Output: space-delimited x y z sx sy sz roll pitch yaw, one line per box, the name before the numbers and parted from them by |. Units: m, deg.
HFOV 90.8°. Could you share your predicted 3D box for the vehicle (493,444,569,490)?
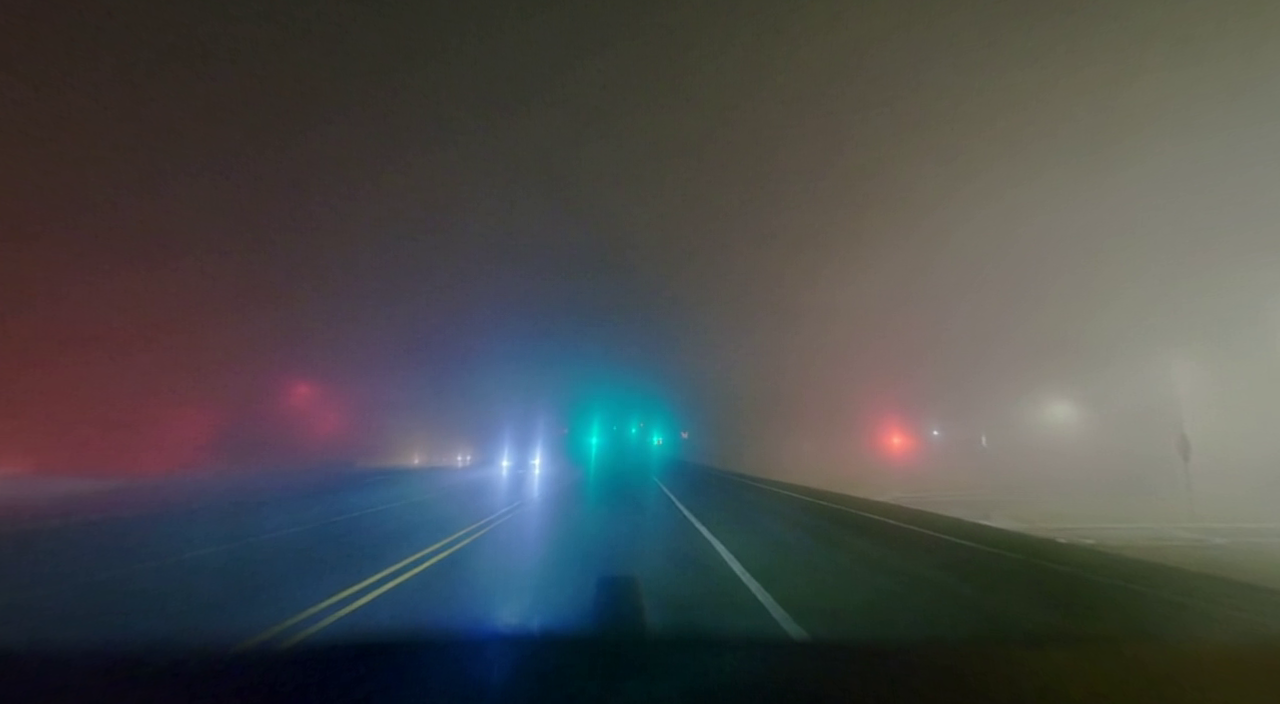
vehicle | -3.887 4.156 23.124 1.722 1.523 3.736 -1 -9 7
